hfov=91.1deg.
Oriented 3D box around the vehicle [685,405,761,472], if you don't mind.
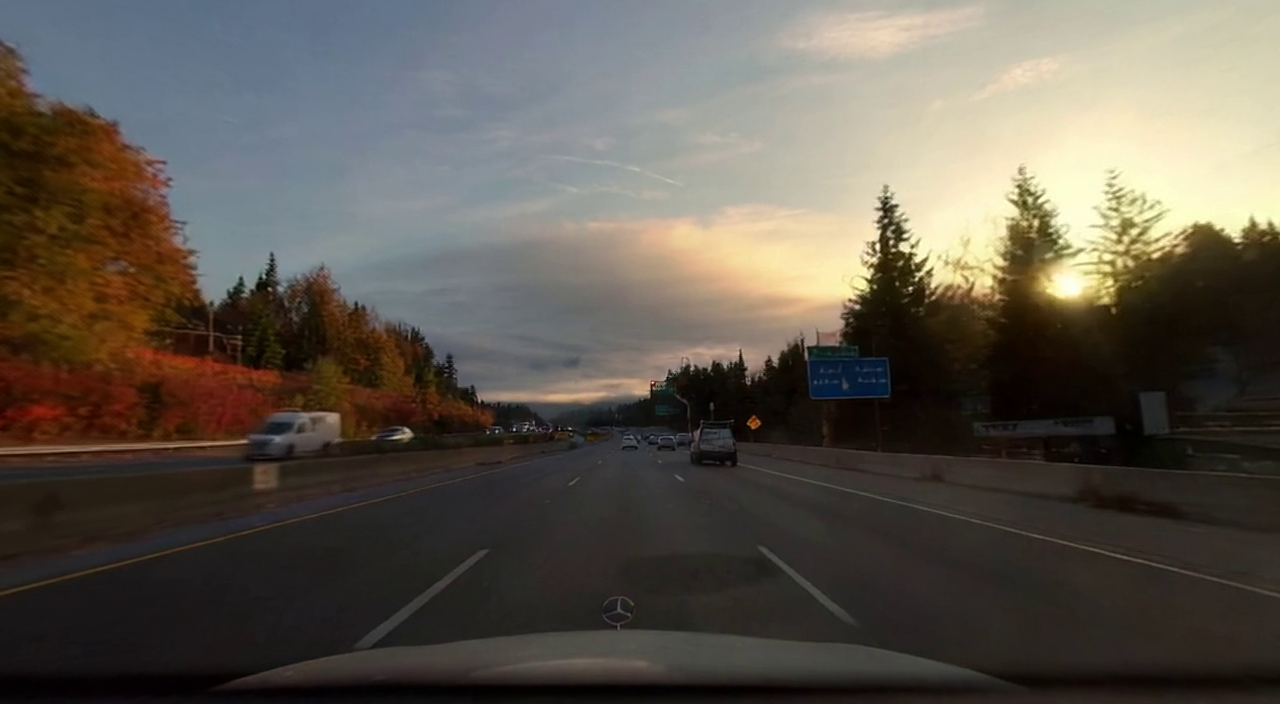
[{"bbox_3d":[3.473,3.811,27.690,2.411,2.614,5.781,0,-8,-1],"label":"vehicle"}]
